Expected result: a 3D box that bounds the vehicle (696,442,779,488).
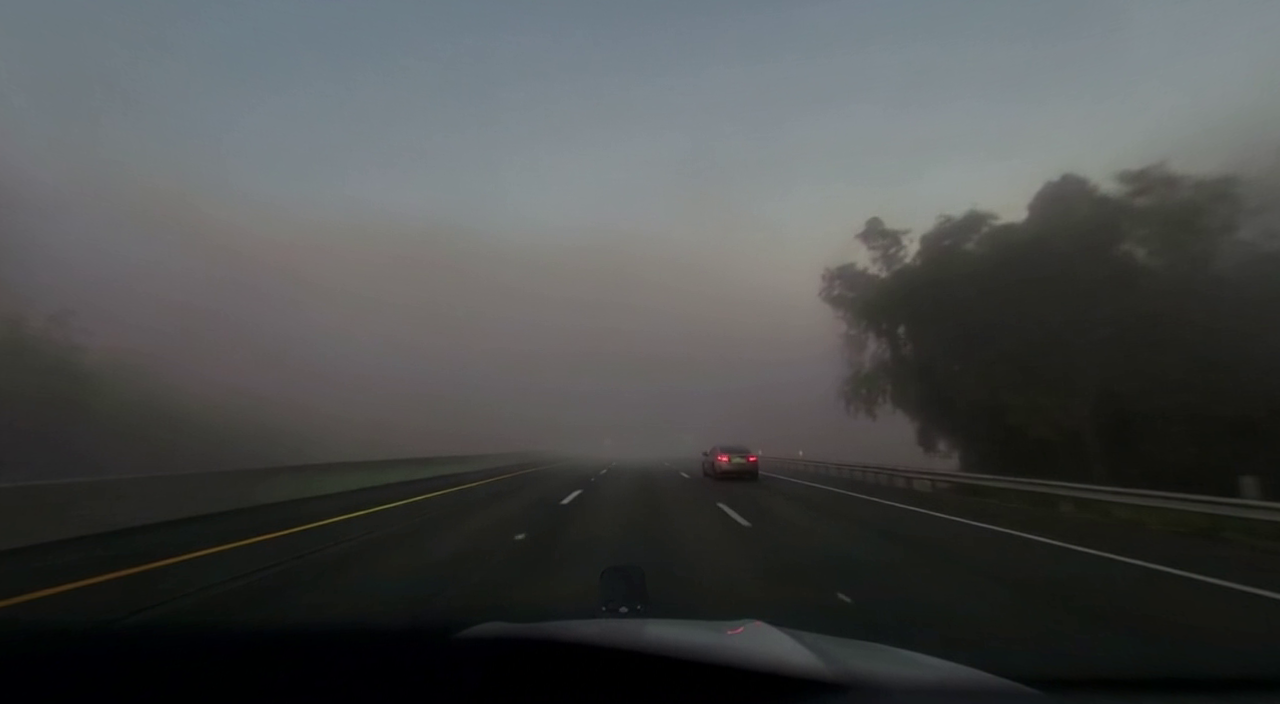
[{"bbox_3d":[3.365,4.005,22.701,2.193,1.462,4.533,0,-8,-1],"label":"vehicle"}]
